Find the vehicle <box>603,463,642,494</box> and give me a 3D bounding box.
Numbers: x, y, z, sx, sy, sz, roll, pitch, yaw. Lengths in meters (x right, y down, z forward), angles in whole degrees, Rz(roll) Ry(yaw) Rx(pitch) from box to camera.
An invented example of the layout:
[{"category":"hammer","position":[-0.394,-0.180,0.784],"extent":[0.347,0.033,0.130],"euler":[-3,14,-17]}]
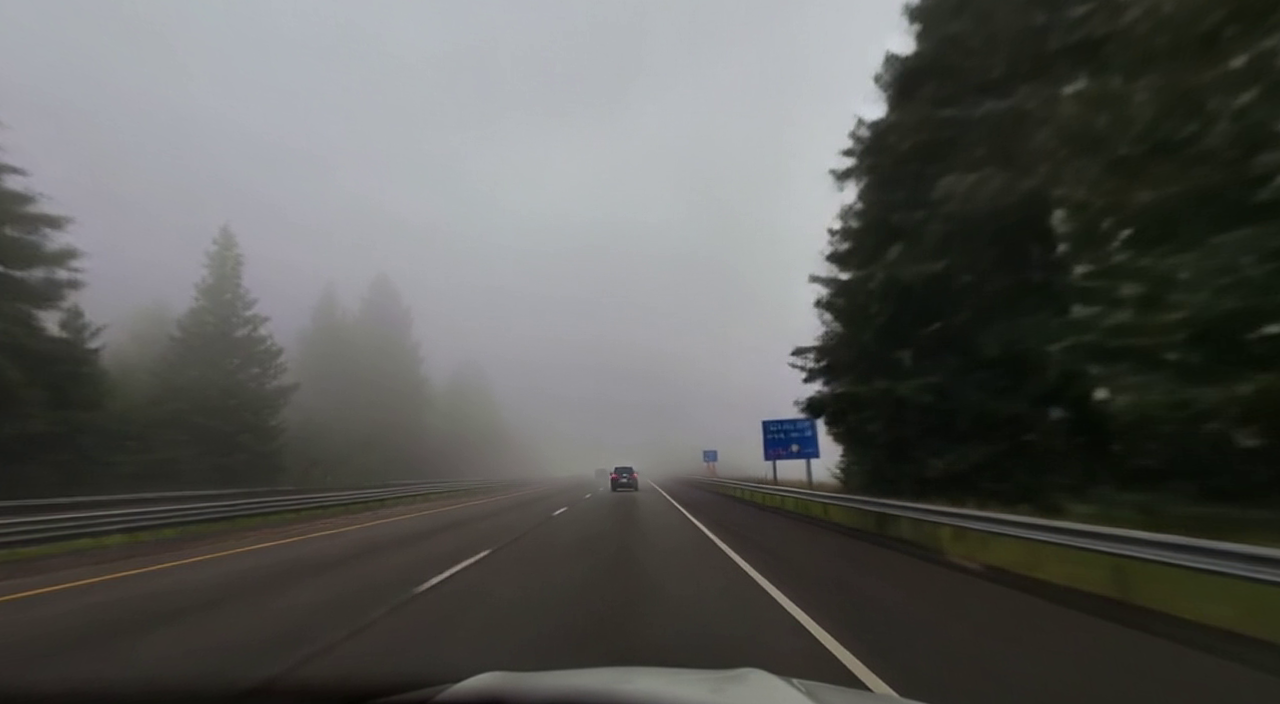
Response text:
[{"category":"vehicle","position":[-1.000,7.452,37.387],"extent":[2.107,1.668,4.554],"euler":[1,-11,0]}]
